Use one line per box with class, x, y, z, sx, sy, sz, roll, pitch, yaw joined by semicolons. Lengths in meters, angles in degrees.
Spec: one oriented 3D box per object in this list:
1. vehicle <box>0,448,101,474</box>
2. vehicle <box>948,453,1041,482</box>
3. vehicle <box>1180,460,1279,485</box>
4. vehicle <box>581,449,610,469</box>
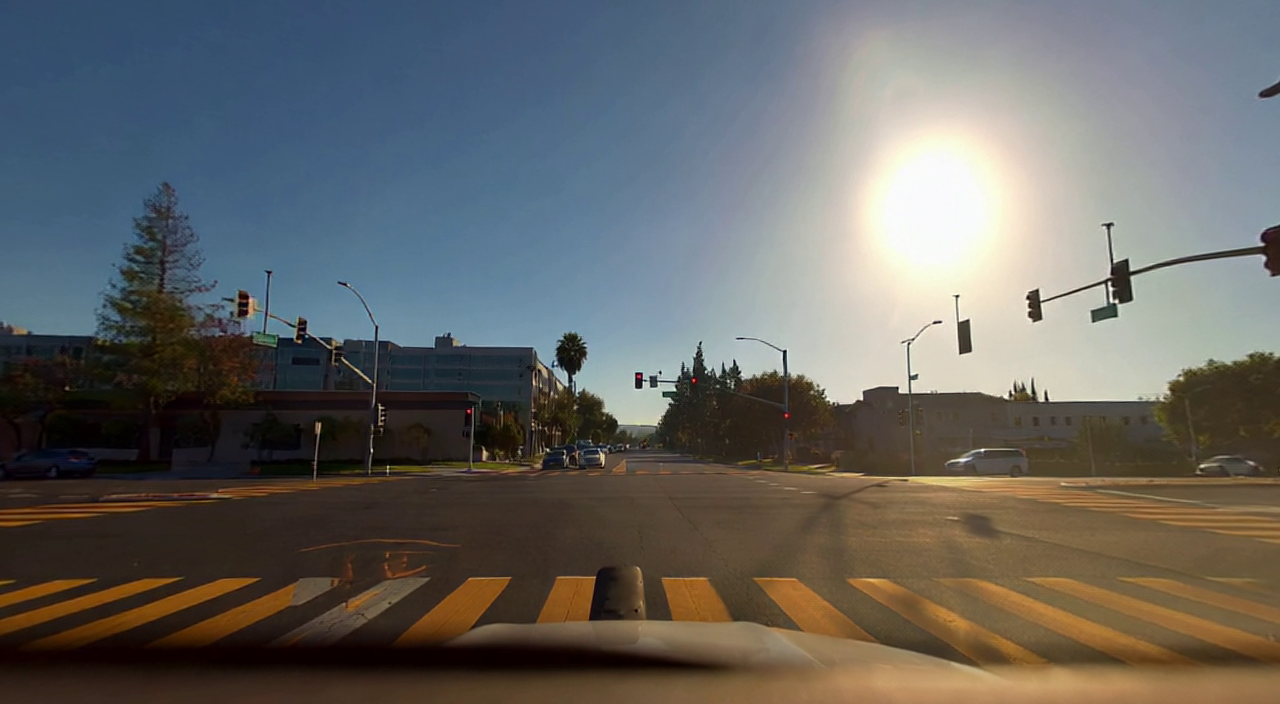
vehicle;-35.129;6.423;37.189;4.741;1.447;1.807;0;-9;0
vehicle;21.102;6.862;37.589;4.447;1.623;1.801;0;-9;-3
vehicle;36.226;7.310;38.297;4.976;1.428;1.929;0;-8;-2
vehicle;-3.438;8.359;49.215;1.908;1.441;4.142;0;-8;1
